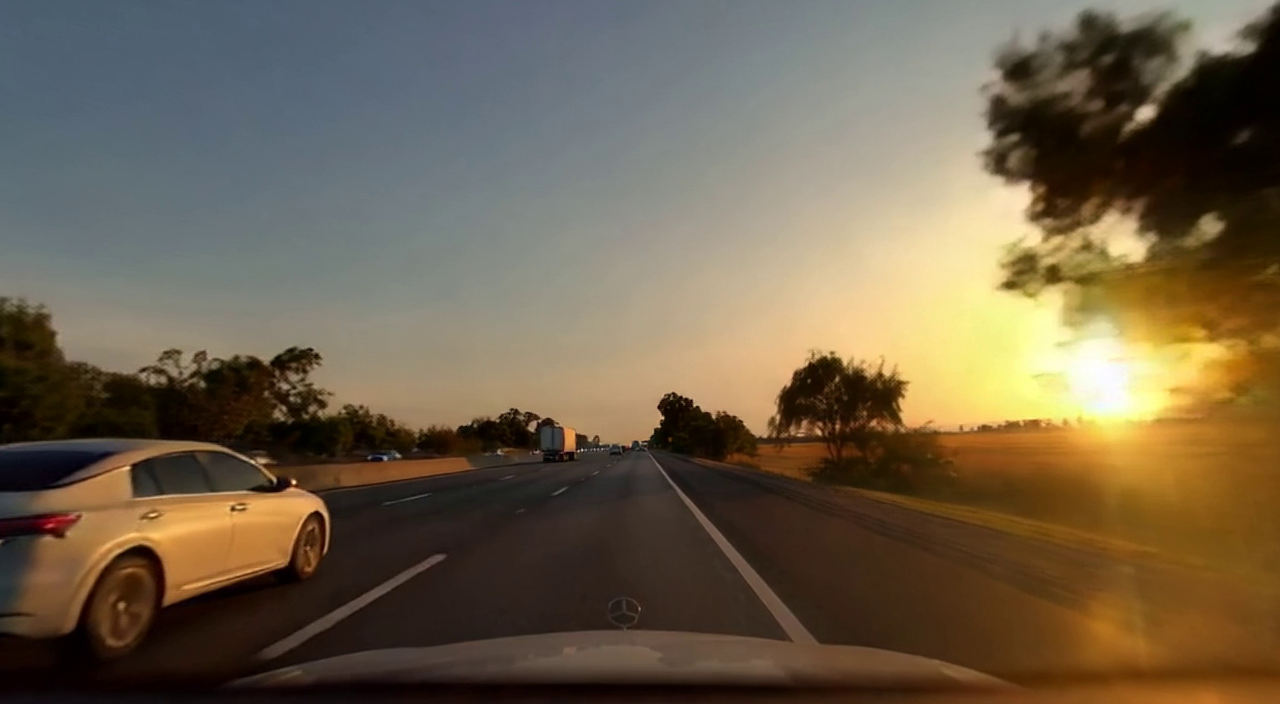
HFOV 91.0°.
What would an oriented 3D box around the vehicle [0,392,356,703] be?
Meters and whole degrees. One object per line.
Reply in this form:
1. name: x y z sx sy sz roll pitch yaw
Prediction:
1. vehicle: -3.875 1.120 3.807 2.028 1.553 4.820 0 -9 0
